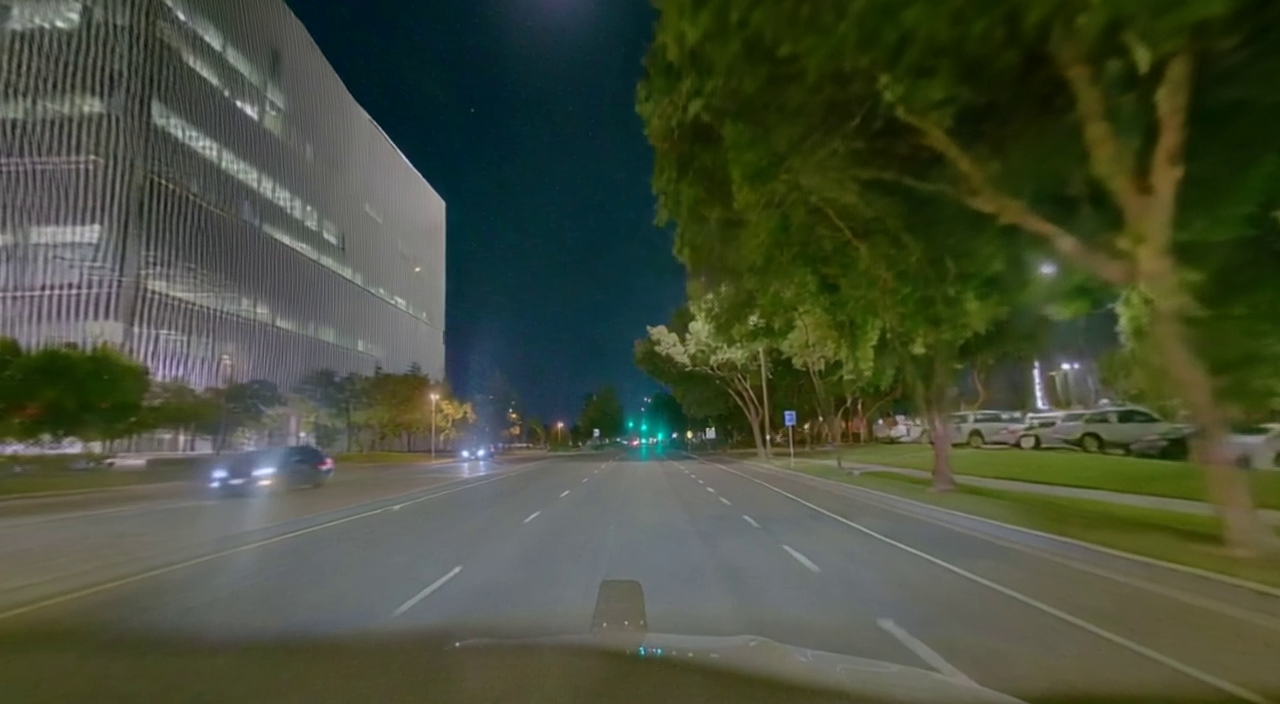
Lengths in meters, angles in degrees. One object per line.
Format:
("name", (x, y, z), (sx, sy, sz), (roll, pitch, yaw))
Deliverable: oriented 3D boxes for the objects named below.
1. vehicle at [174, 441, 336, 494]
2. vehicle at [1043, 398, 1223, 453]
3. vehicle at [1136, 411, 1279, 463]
("vehicle", (-12.182, 3.655, 20.458), (2.128, 1.514, 4.784), (-1, -8, 2))
("vehicle", (15.358, 2.320, 19.825), (3.935, 1.487, 2.018), (-2, -7, 0))
("vehicle", (16.311, 2.361, 17.548), (3.348, 1.356, 1.991), (0, -8, -5))
